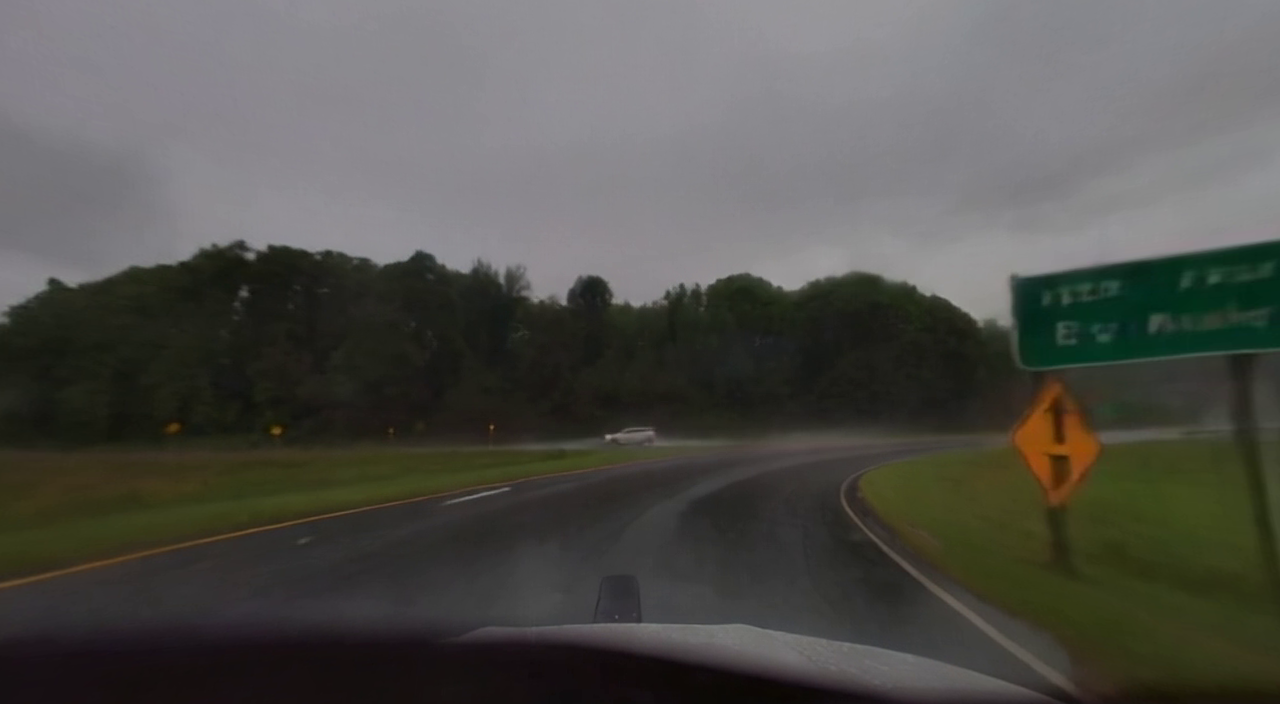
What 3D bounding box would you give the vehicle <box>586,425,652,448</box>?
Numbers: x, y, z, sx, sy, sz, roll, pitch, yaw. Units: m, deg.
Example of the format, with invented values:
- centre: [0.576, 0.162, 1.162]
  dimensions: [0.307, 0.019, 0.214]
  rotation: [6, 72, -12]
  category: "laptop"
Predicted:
- centre: [-1.547, 6.177, 46.043]
  dimensions: [4.415, 1.617, 1.957]
  rotation: [3, -8, -17]
  category: "vehicle"
